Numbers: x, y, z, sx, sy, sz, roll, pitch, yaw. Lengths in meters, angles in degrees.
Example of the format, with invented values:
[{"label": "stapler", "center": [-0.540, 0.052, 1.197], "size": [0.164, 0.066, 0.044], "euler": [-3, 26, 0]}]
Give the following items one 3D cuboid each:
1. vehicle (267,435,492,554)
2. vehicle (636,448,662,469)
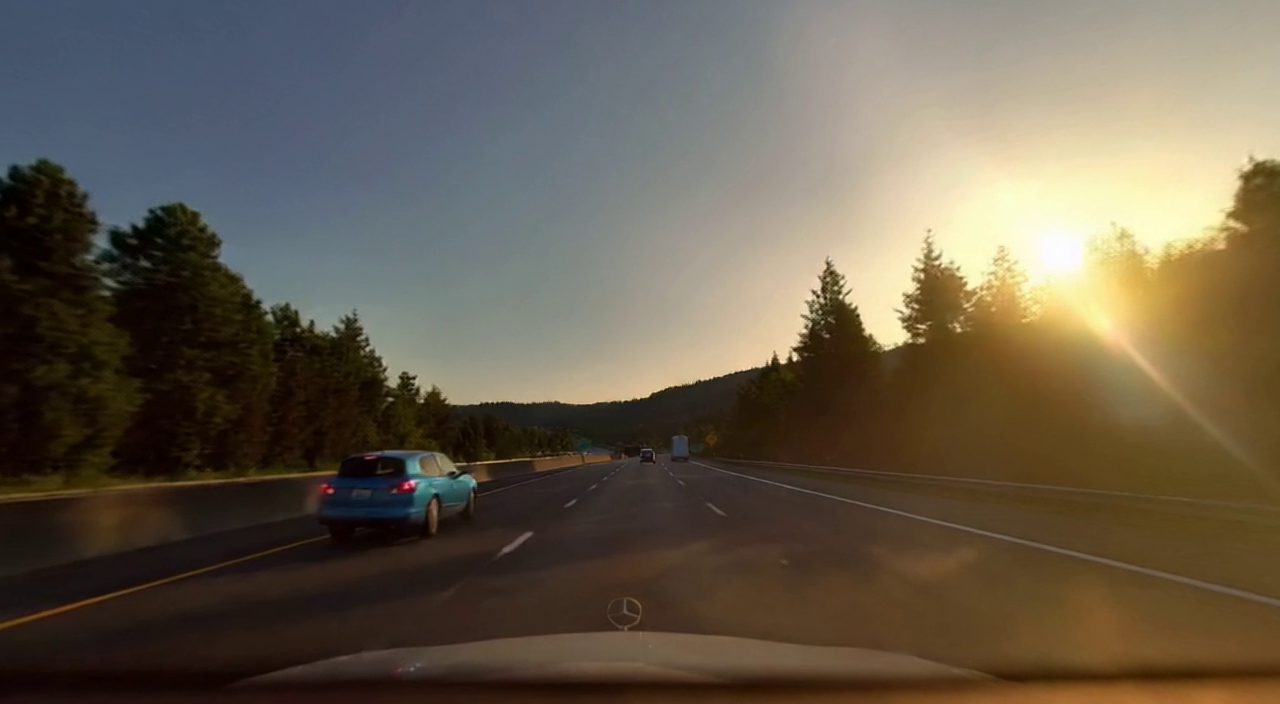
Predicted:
[{"label": "vehicle", "center": [-3.883, 2.171, 10.256], "size": [1.927, 1.530, 3.874], "euler": [0, -9, 1]}, {"label": "vehicle", "center": [0.697, 8.371, 49.751], "size": [2.006, 1.586, 3.915], "euler": [0, -9, 1]}]
